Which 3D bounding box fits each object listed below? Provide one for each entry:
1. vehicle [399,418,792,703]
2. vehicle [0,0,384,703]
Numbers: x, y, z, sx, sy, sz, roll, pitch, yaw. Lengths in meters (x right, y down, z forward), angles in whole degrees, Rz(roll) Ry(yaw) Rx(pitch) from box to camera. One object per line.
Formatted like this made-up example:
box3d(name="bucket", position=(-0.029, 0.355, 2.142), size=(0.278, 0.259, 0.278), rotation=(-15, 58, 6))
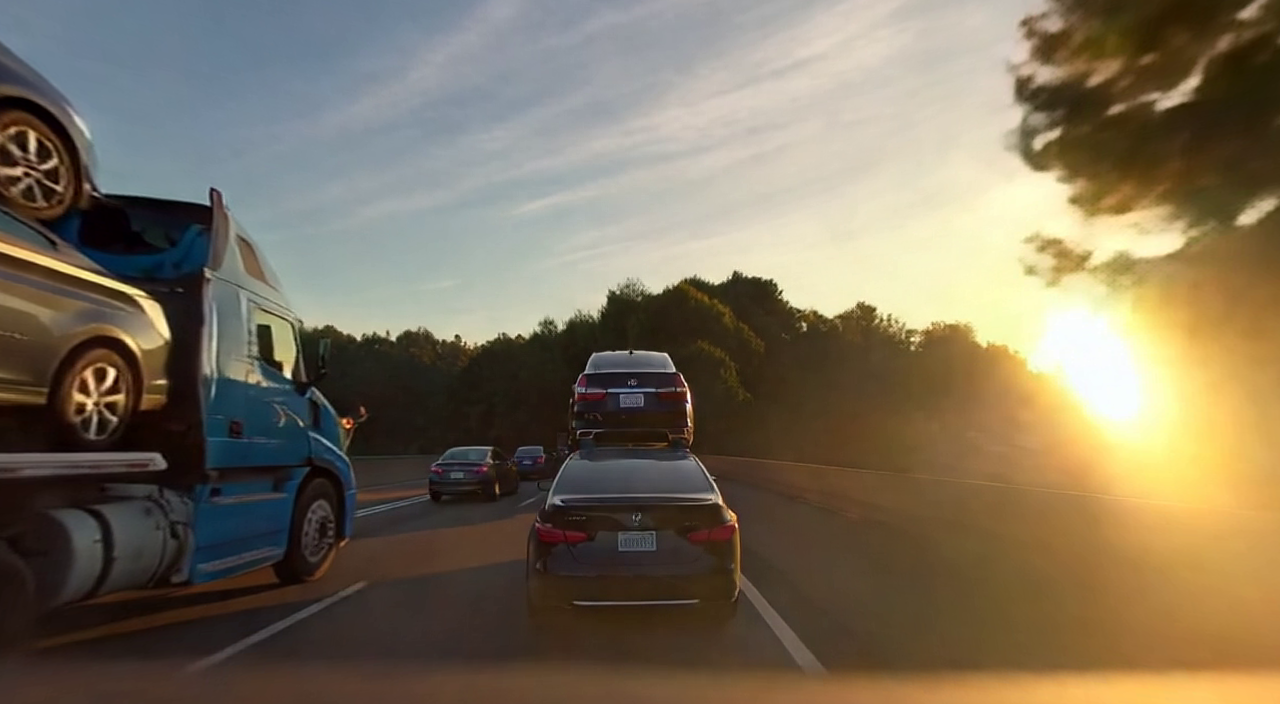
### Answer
box3d(name="vehicle", position=(-0.268, 1.362, 4.977), size=(1.991, 1.507, 3.391), rotation=(0, -9, -2))
box3d(name="vehicle", position=(-4.556, 0.184, 4.474), size=(2.963, 3.836, 6.016), rotation=(0, -9, -2))
